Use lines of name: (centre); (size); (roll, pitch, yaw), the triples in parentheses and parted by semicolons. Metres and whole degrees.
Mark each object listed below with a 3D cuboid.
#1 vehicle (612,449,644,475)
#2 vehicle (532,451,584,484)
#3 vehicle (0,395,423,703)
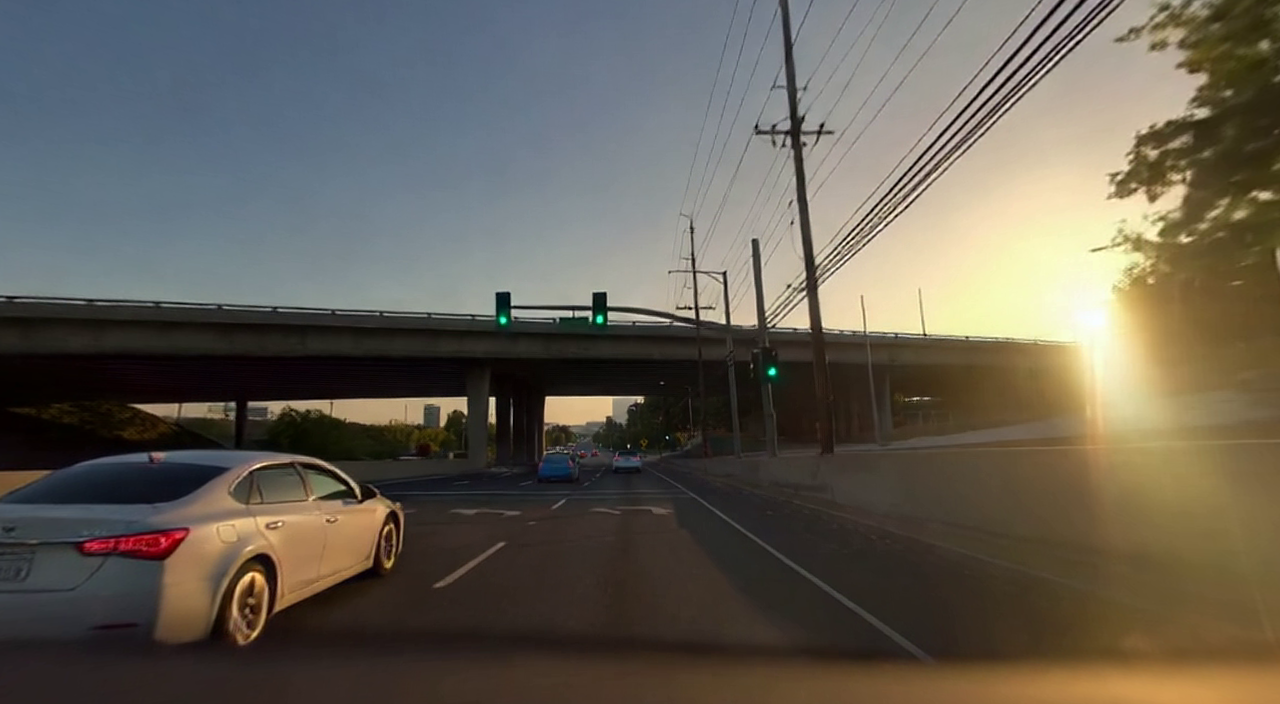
vehicle: (-0.796, 7.082, 40.906); (1.985, 1.565, 3.968); (0, -9, -2)
vehicle: (-3.859, 5.477, 30.266); (1.946, 1.437, 4.154); (0, -8, 0)
vehicle: (-3.573, 1.375, 5.394); (1.925, 1.666, 4.271); (0, -9, 0)
